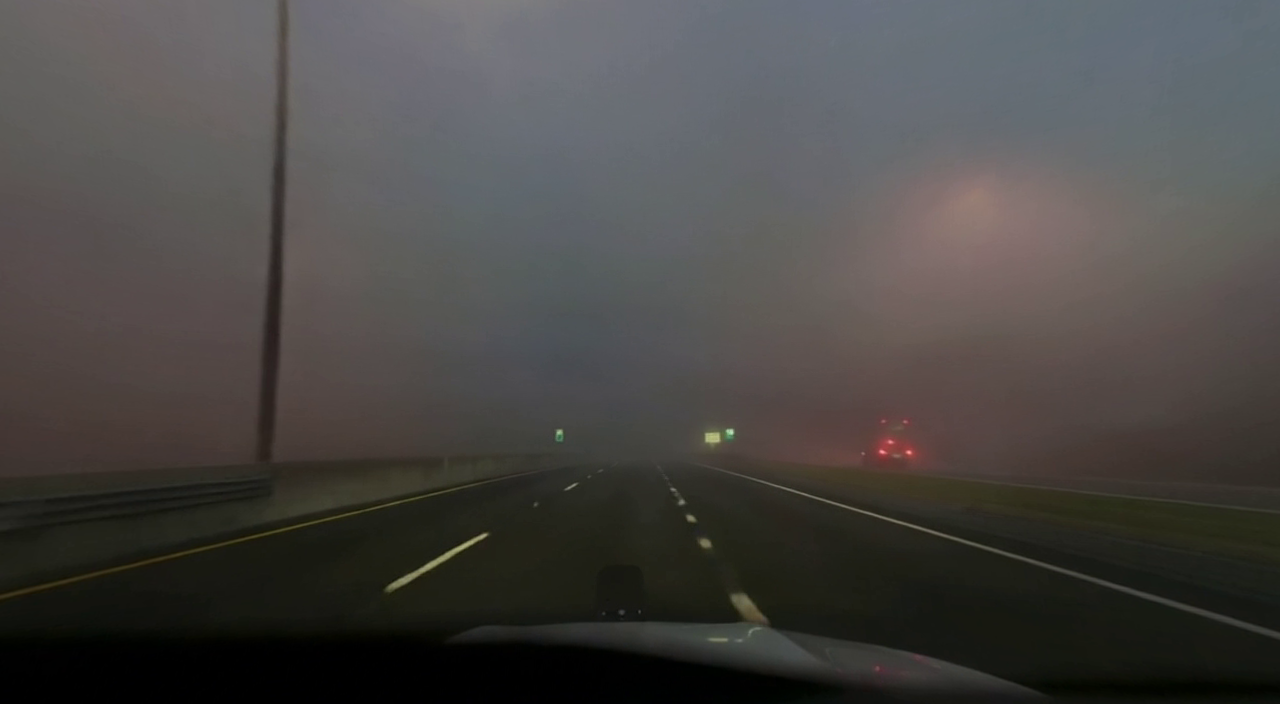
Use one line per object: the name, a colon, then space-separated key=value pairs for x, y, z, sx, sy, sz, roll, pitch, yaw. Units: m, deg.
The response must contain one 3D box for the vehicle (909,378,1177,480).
vehicle: x=20.105 y=4.403 z=34.044 sx=2.939 sy=4.193 sz=15.754 roll=1 pitch=-9 yaw=-5
